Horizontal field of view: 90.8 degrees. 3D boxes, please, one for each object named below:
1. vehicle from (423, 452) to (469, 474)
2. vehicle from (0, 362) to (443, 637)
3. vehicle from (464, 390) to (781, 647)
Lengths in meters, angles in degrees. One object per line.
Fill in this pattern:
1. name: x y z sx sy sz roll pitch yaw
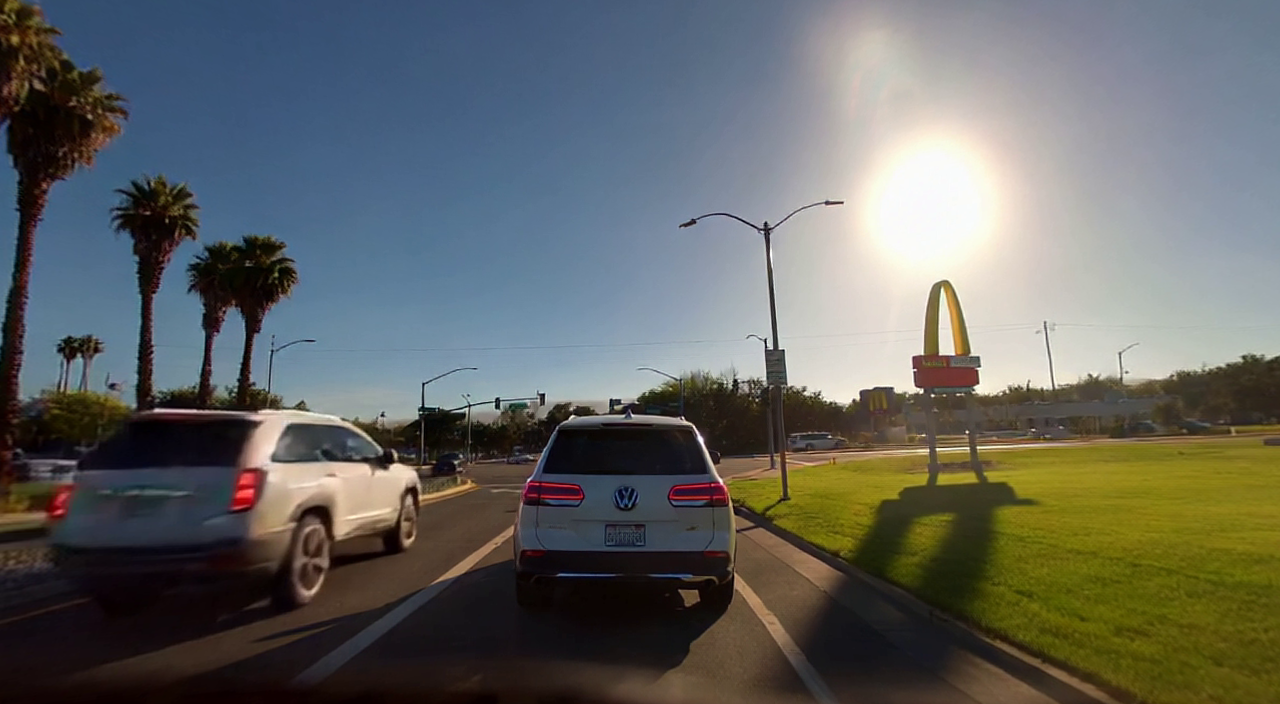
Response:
1. vehicle: -15.130 8.638 49.498 2.069 1.617 4.613 0 -9 0
2. vehicle: -4.205 1.428 7.136 2.344 1.980 5.009 0 -9 0
3. vehicle: -0.140 1.420 6.325 2.137 1.728 3.926 0 -9 -1
